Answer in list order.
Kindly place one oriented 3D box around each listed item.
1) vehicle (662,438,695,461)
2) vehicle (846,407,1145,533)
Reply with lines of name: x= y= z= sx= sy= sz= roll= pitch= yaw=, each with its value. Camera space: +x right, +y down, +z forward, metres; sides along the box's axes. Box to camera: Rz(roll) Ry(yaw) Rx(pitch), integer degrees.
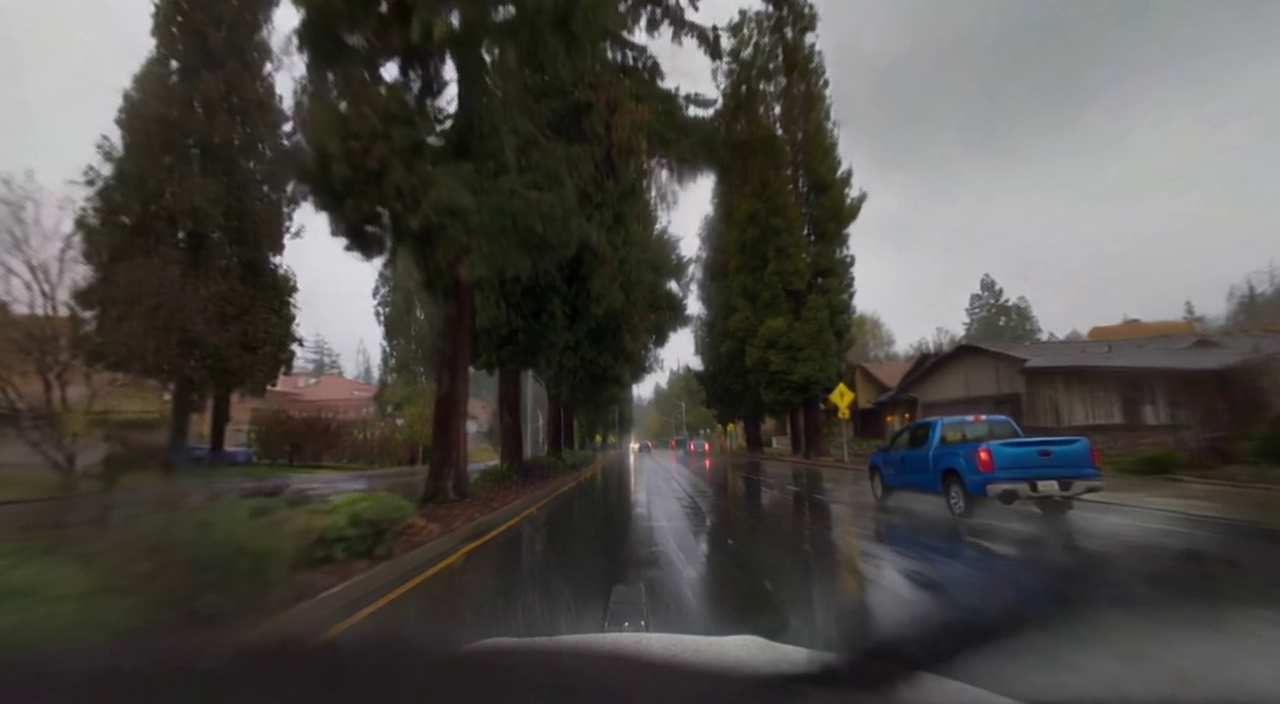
vehicle: x=2.819 y=7.246 z=46.984 sx=2.061 sy=1.632 sz=4.222 roll=0 pitch=-8 yaw=-1
vehicle: x=5.978 y=2.083 z=11.820 sx=2.262 sy=1.769 sz=5.666 roll=0 pitch=-8 yaw=0
